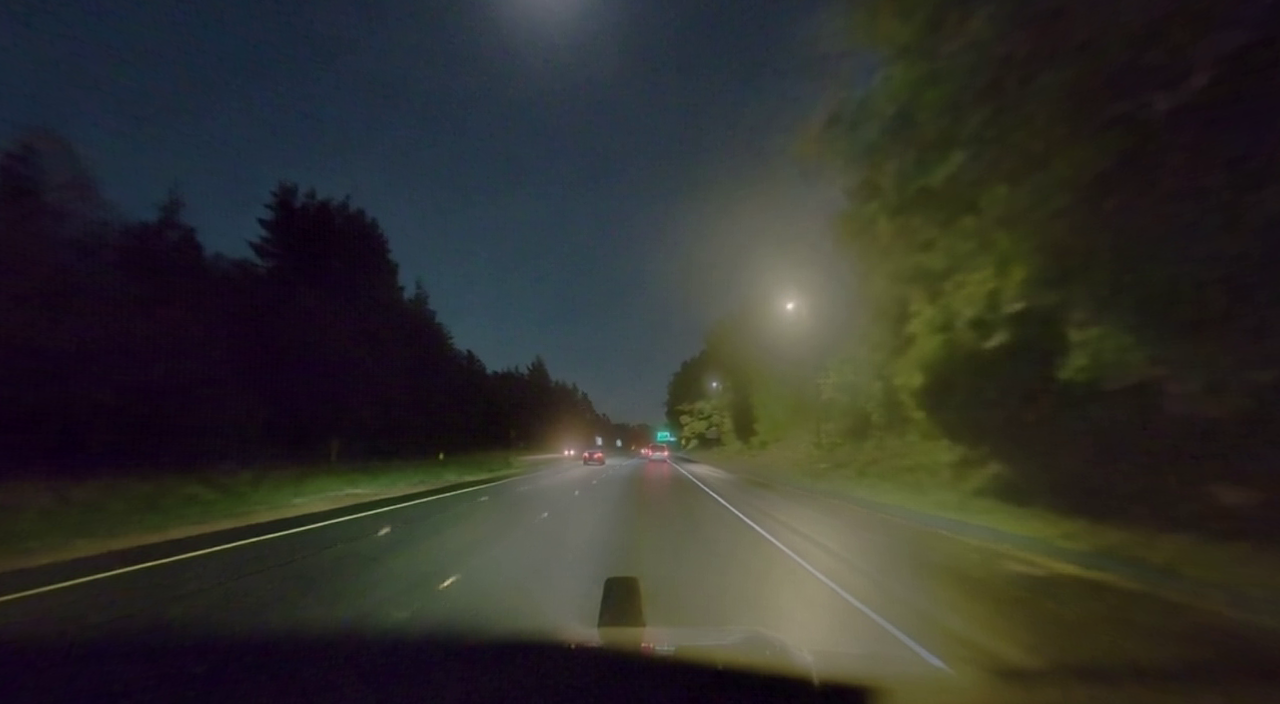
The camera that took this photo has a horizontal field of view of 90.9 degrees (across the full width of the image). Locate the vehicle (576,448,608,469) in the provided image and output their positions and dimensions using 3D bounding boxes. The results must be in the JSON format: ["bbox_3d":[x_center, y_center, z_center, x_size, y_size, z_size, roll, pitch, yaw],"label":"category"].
[{"bbox_3d":[-3.518,7.863,46.757,2.033,1.449,3.957,0,-9,1],"label":"vehicle"}]
